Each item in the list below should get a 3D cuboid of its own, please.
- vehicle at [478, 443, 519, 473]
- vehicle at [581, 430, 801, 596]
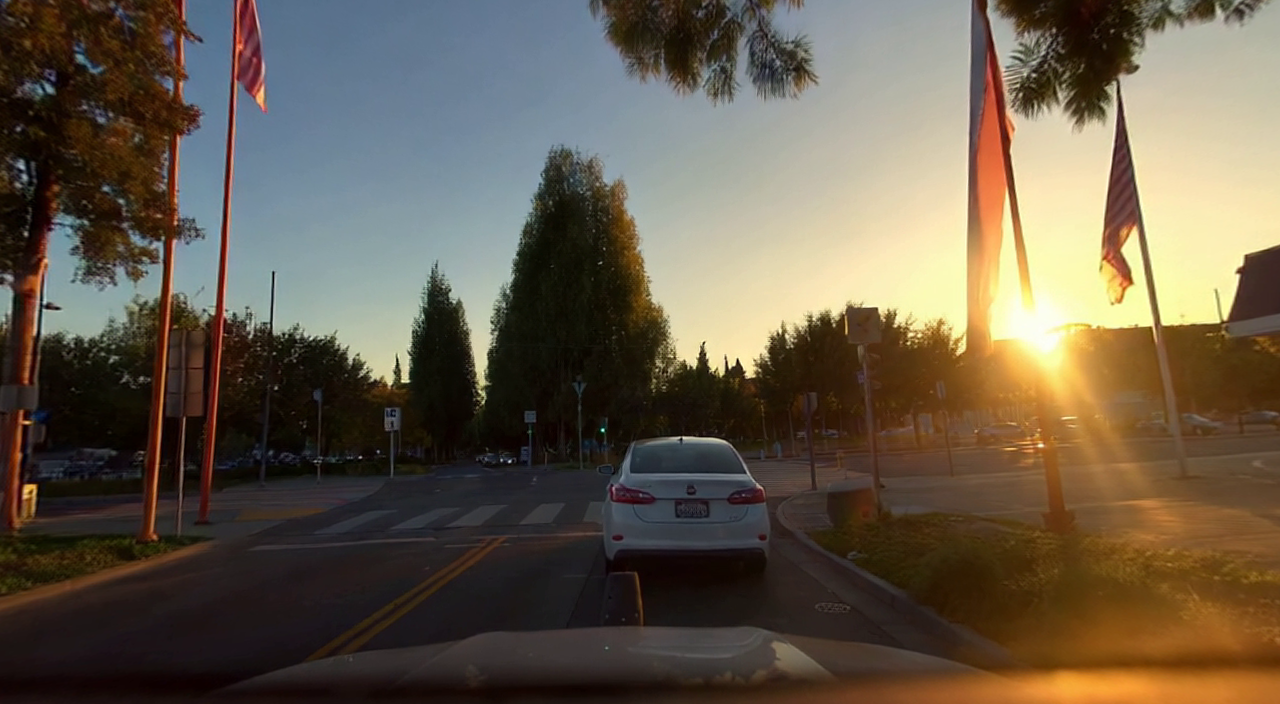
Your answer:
[{"bbox_3d":[-9.991,7.485,44.724,2.212,1.948,4.537,0,-9,-5],"label":"vehicle"},{"bbox_3d":[0.380,1.734,7.571,1.985,1.463,3.647,0,-9,-3],"label":"vehicle"}]
